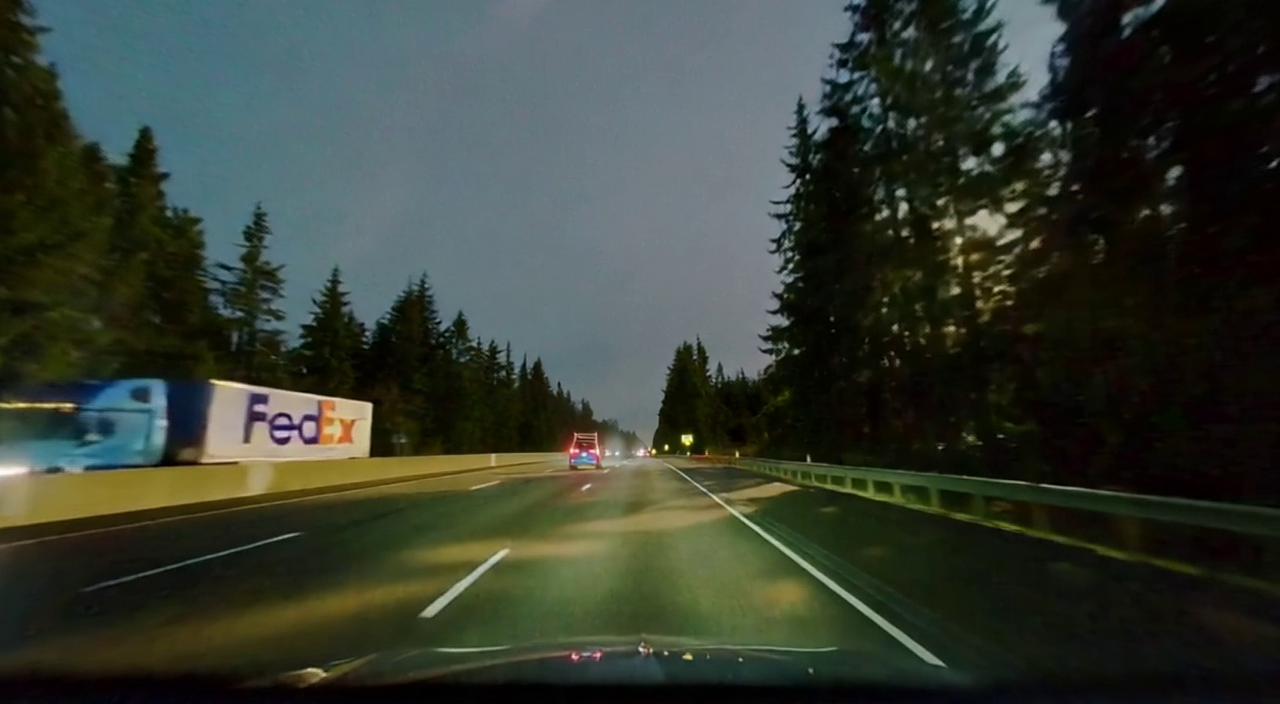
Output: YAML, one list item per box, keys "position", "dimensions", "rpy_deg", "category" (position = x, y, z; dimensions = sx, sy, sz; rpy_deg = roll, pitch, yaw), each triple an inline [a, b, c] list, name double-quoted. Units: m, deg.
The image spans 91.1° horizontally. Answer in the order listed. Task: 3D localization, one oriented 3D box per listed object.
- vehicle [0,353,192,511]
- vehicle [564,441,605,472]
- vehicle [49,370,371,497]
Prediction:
- position: [-17.344, 2.322, 17.780]
  dimensions: [3.022, 3.874, 8.340]
  rpy_deg: [0, -8, 0]
  category: "vehicle"
- position: [-3.373, 6.438, 38.984]
  dimensions: [2.084, 1.752, 4.479]
  rpy_deg: [-1, -8, 1]
  category: "vehicle"
- position: [-17.273, 3.756, 28.244]
  dimensions: [3.184, 4.072, 15.913]
  rpy_deg: [-1, -8, 0]
  category: "vehicle"
